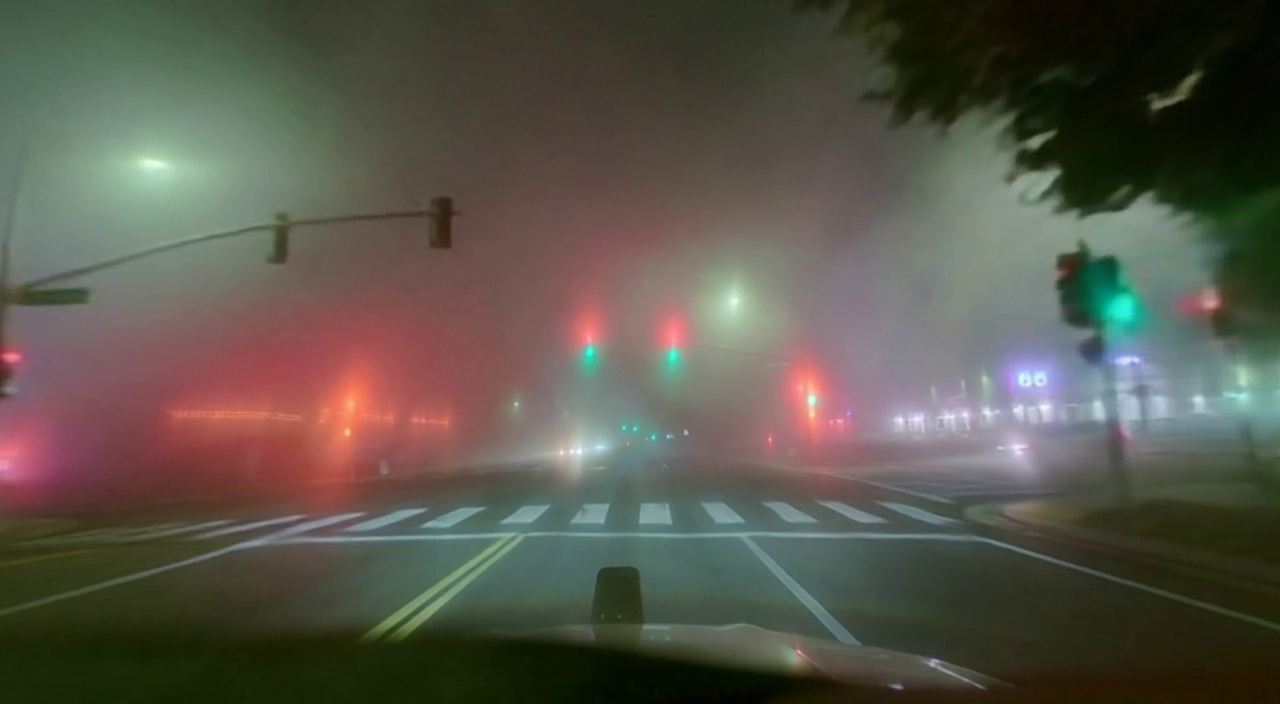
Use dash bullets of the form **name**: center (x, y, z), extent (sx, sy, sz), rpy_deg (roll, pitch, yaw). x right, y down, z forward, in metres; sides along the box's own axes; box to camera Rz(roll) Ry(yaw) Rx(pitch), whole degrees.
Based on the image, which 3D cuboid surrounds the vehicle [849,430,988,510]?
- **vehicle**: center (6.447, 2.549, 14.253), extent (2.064, 1.470, 4.610), rpy_deg (-5, -9, 33)

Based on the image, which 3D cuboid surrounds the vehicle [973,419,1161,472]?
- **vehicle**: center (14.140, 3.121, 21.103), extent (4.704, 1.544, 2.112), rpy_deg (-1, -8, 0)
